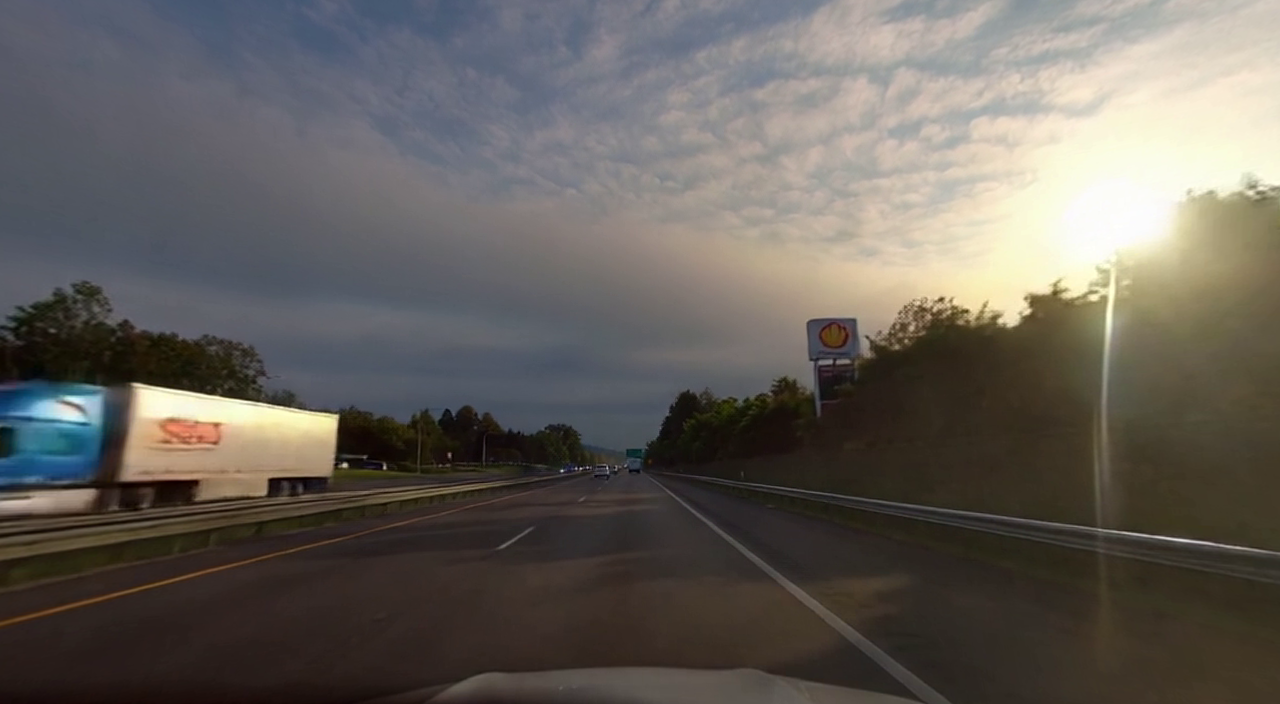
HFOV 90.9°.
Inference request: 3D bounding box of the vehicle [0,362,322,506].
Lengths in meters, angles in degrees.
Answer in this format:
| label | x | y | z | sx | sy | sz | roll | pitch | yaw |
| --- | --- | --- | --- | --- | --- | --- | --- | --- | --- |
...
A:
| label | x | y | z | sx | sy | sz | roll | pitch | yaw |
| --- | --- | --- | --- | --- | --- | --- | --- | --- | --- |
| vehicle | -17.716 | 3.555 | 24.352 | 2.999 | 3.697 | 16.196 | 2 | -11 | -2 |
